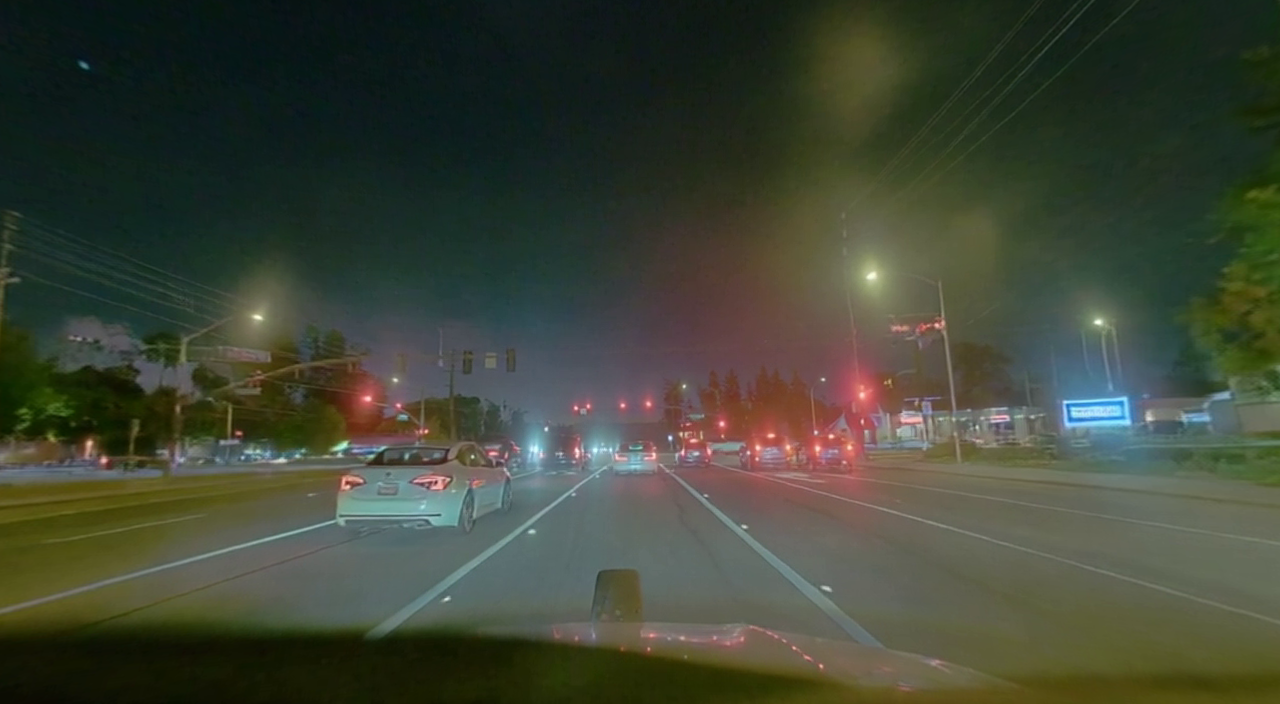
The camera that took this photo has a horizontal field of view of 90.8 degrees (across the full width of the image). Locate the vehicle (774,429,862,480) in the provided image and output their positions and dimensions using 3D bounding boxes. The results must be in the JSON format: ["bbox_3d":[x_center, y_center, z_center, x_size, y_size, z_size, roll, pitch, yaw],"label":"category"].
[{"bbox_3d":[6.481,3.805,23.579,1.945,1.706,4.190,0,-8,-2],"label":"vehicle"}]

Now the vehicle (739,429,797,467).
[{"bbox_3d":[7.270,5.538,36.548,2.156,1.982,5.358,0,-8,-1],"label":"vehicle"}]

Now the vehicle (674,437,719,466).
[{"bbox_3d":[3.137,5.661,36.090,1.987,1.515,4.521,0,-8,-2],"label":"vehicle"}]

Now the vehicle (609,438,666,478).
[{"bbox_3d":[-0.102,4.177,25.135,2.098,1.431,3.958,0,-8,0],"label":"vehicle"}]

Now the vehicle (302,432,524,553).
[{"bbox_3d":[-3.201,2.056,9.998,1.837,1.463,4.311,0,-8,1],"label":"vehicle"}]

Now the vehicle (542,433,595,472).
[{"bbox_3d":[-3.388,4.837,30.627,2.033,1.714,4.278,0,-8,1],"label":"vehicle"}]
